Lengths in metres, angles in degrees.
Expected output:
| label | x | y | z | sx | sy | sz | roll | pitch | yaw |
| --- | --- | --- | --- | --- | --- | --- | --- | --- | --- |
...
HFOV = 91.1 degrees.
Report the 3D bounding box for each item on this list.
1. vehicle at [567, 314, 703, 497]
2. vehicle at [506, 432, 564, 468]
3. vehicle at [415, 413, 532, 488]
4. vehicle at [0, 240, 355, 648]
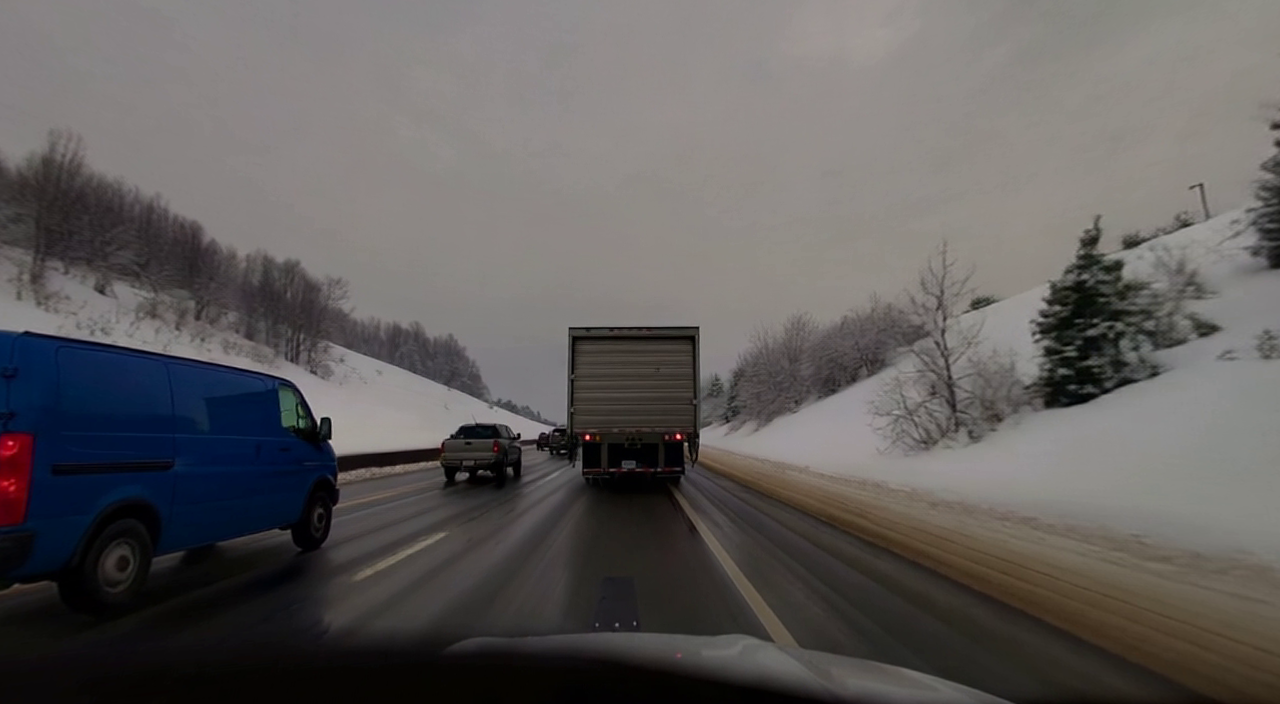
| label | x | y | z | sx | sy | sz | roll | pitch | yaw |
| --- | --- | --- | --- | --- | --- | --- | --- | --- | --- |
| vehicle | -0.212 | 1.826 | 18.913 | 2.953 | 4.041 | 10.072 | 0 | -8 | -1 |
| vehicle | -4.848 | 4.574 | 29.652 | 1.931 | 1.539 | 4.441 | 0 | -8 | 0 |
| vehicle | -4.859 | 2.949 | 19.252 | 2.168 | 1.985 | 4.952 | 0 | -8 | 0 |
| vehicle | -5.246 | 0.858 | 6.020 | 2.478 | 2.515 | 5.438 | 0 | -8 | -1 |
